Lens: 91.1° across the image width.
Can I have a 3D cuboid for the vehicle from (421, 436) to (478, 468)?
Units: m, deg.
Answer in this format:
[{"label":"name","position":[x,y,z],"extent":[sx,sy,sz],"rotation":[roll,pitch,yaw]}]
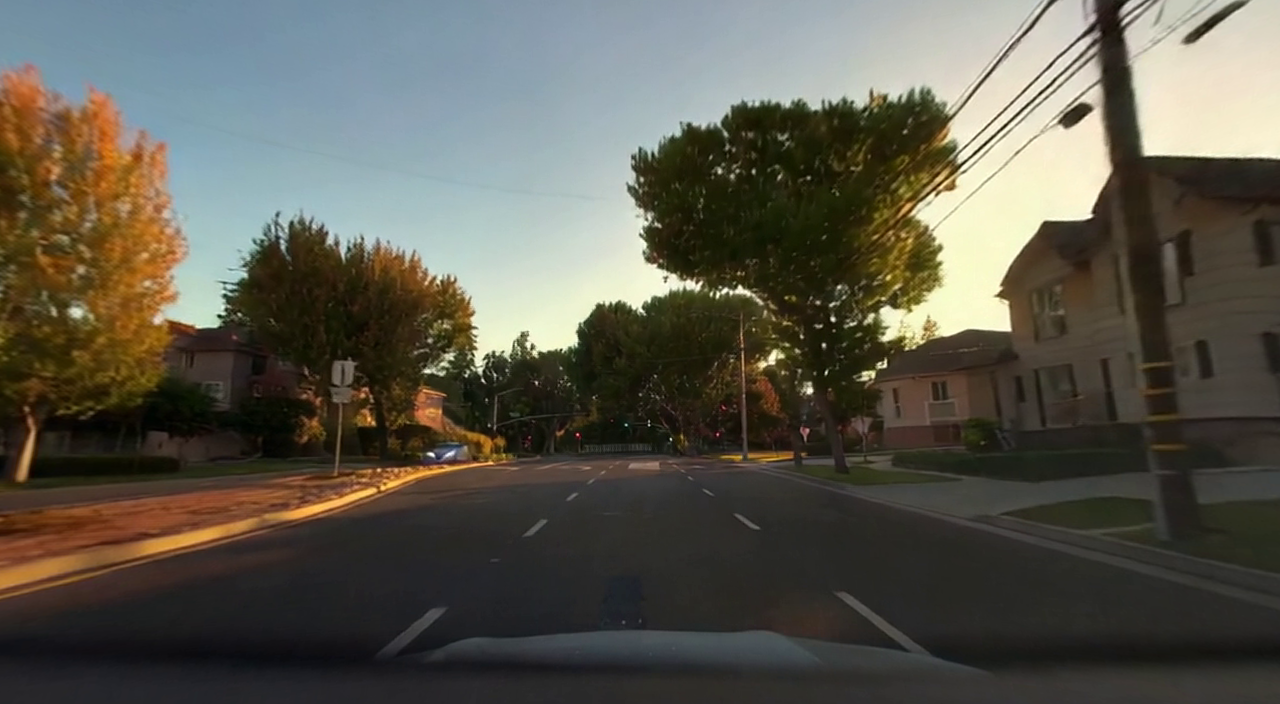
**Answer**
[{"label":"vehicle","position":[-11.668,6.169,38.806],"extent":[2.045,1.847,4.674],"rotation":[0,-8,0]}]
